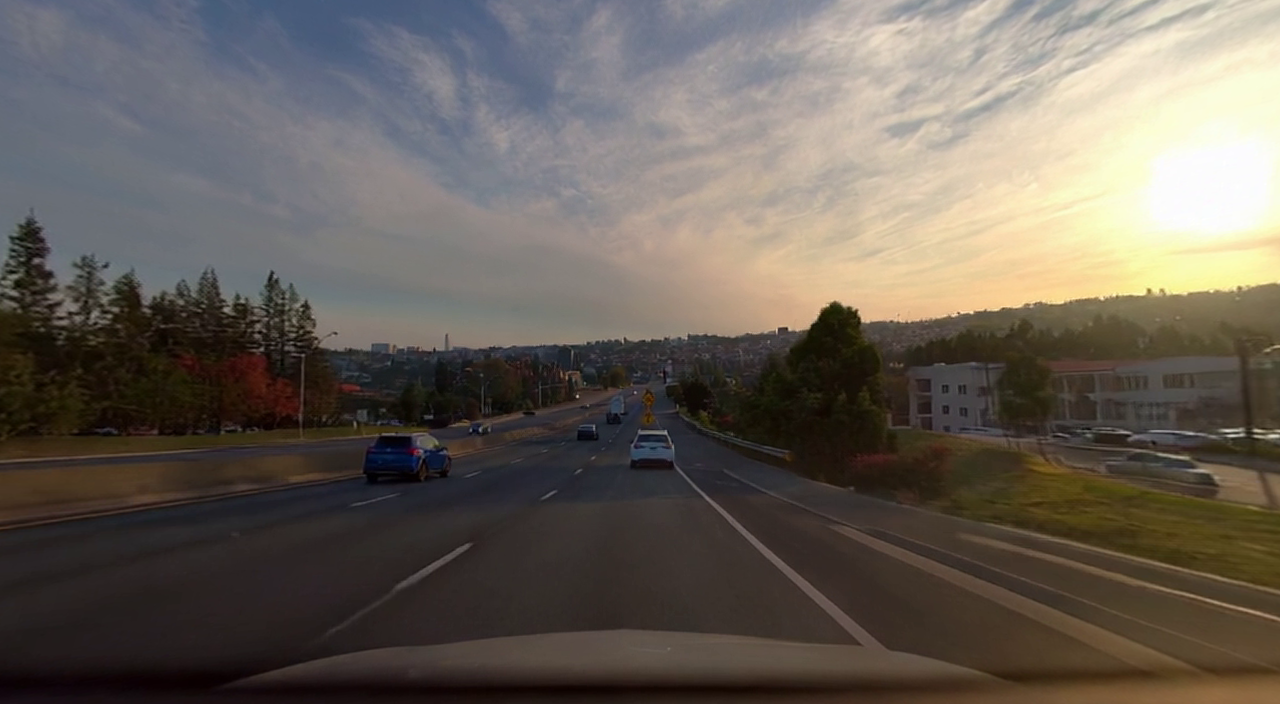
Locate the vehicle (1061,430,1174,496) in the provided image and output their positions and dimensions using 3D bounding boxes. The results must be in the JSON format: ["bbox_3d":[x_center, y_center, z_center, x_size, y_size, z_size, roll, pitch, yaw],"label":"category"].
[{"bbox_3d":[18.305,4.165,24.480,1.849,1.958,4.453,0,-3,14],"label":"vehicle"}]

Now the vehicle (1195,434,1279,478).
[{"bbox_3d":[29.477,5.040,30.981,2.059,1.942,4.496,-6,-9,25],"label":"vehicle"}]

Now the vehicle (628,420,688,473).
[{"bbox_3d":[0.642,3.666,24.451,2.125,1.830,4.370,0,-9,0],"label":"vehicle"}]

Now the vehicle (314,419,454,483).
[{"bbox_3d":[-7.441,2.981,19.043,1.997,1.650,5.090,0,-9,1],"label":"vehicle"}]
